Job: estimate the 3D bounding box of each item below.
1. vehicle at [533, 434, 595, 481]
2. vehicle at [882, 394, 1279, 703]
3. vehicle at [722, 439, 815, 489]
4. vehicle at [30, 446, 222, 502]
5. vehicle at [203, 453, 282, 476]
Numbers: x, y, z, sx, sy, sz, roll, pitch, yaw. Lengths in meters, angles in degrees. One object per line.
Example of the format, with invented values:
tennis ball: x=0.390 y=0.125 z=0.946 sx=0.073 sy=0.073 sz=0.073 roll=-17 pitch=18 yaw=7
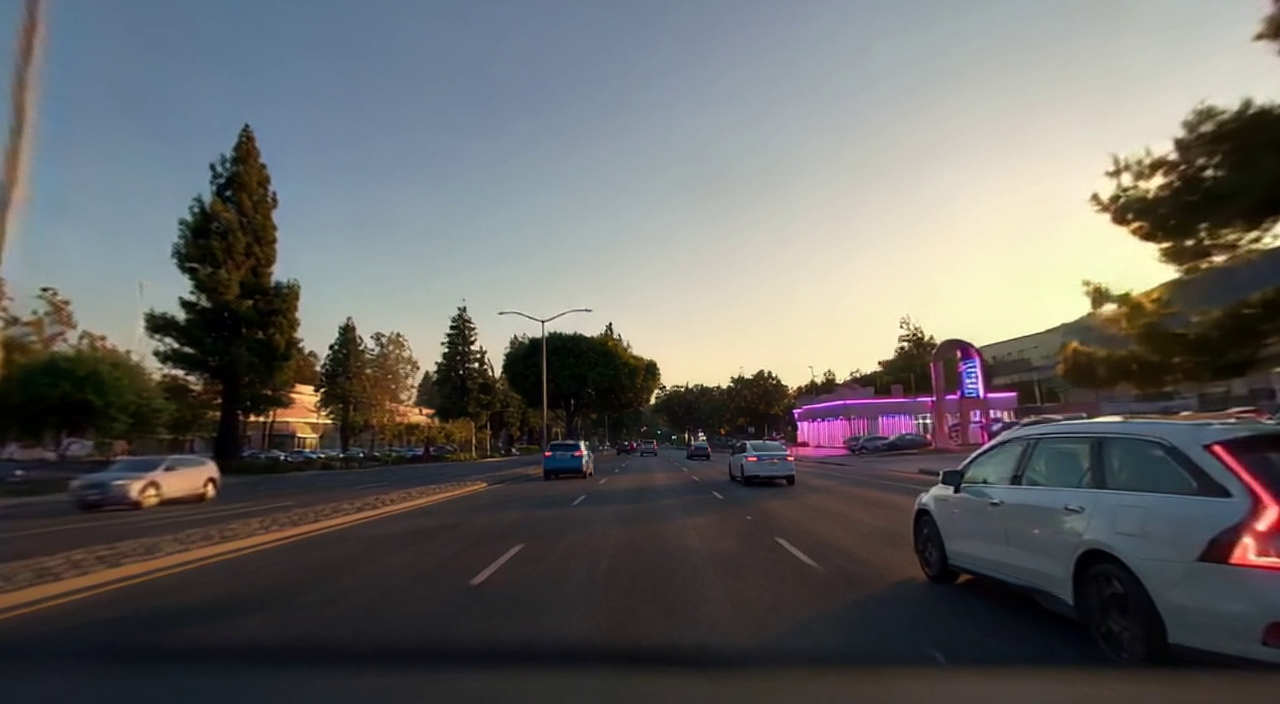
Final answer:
vehicle: x=-3.000 y=4.282 z=25.797 sx=1.981 sy=1.731 sz=4.360 roll=0 pitch=-8 yaw=1
vehicle: x=3.527 y=1.164 z=4.175 sx=1.976 sy=1.491 sz=4.714 roll=0 pitch=-8 yaw=0
vehicle: x=4.131 y=3.672 z=21.102 sx=2.036 sy=1.480 sz=4.659 roll=0 pitch=-8 yaw=-1
vehicle: x=-19.508 y=4.612 z=24.468 sx=2.501 sy=1.862 sz=5.754 roll=-1 pitch=-8 yaw=2
vehicle: x=-30.396 y=8.592 z=48.339 sx=1.998 sy=1.623 sz=4.681 roll=-4 pitch=-9 yaw=23
